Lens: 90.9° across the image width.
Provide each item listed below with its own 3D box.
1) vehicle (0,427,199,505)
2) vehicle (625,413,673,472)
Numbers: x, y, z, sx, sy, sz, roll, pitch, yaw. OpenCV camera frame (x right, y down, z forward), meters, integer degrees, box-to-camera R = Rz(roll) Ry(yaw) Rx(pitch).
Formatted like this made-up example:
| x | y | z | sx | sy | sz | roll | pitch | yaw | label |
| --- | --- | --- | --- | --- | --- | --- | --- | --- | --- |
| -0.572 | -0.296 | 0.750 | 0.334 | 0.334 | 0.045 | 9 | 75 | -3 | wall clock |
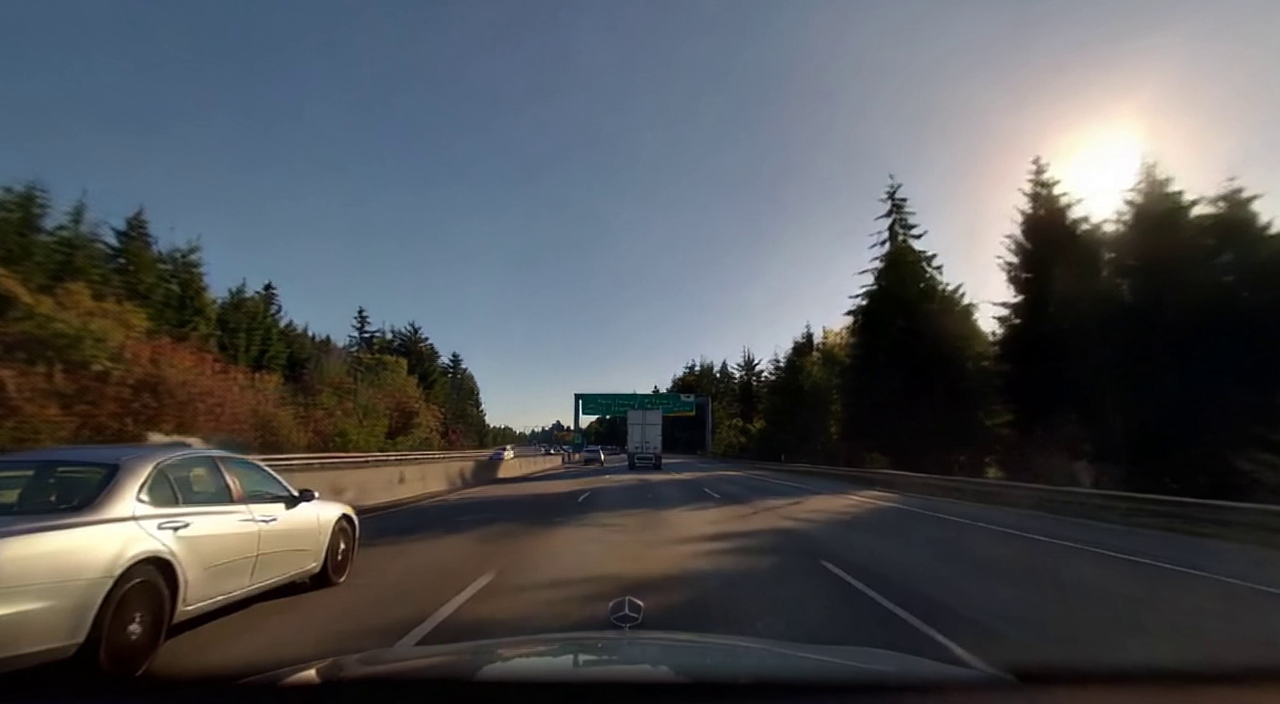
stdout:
| x | y | z | sx | sy | sz | roll | pitch | yaw | label |
| --- | --- | --- | --- | --- | --- | --- | --- | --- | --- |
| -12.477 | 2.533 | 14.299 | 2.104 | 1.492 | 3.856 | 0 | -9 | 0 | vehicle |
| 0.457 | 6.362 | 44.024 | 2.893 | 3.628 | 9.081 | 0 | -9 | -2 | vehicle |
